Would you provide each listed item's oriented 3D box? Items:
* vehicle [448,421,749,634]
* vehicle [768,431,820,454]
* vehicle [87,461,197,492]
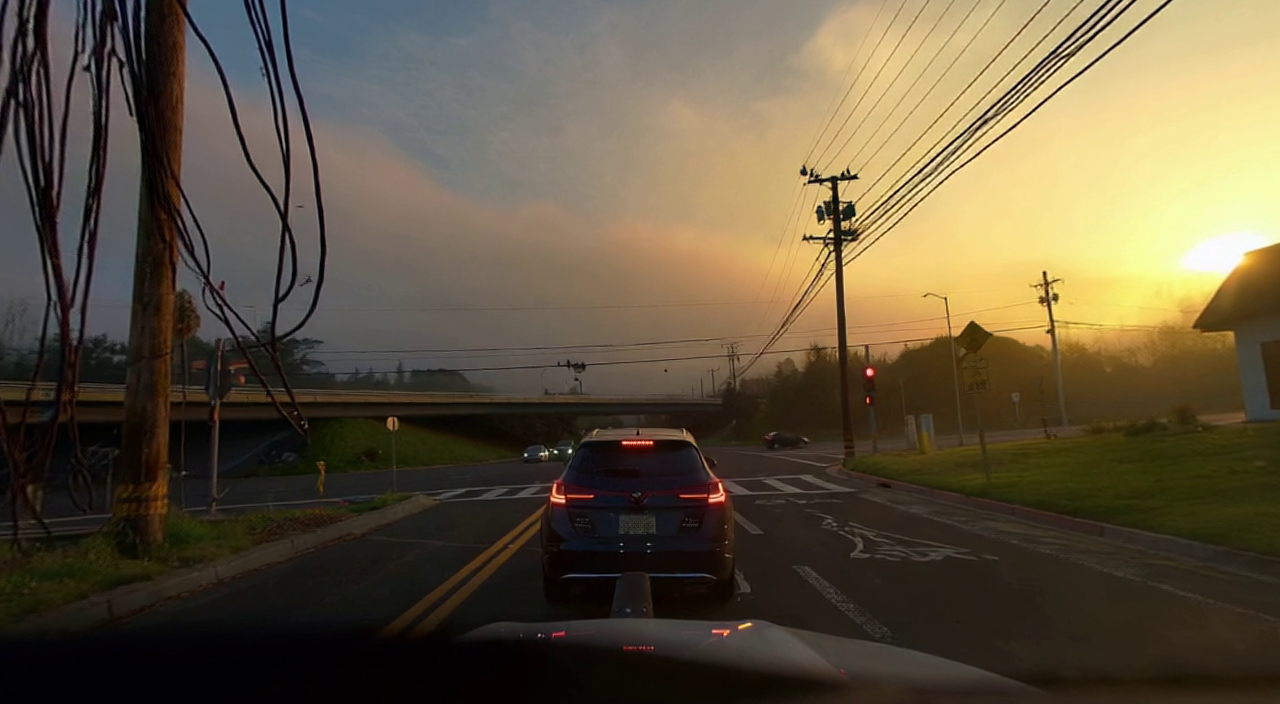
[{"bbox_3d":[-0.251,1.528,6.463,2.090,1.458,4.033,-1,-9,1],"label":"vehicle"},{"bbox_3d":[11.710,6.853,47.755,1.901,1.637,4.435,-8,-12,42],"label":"vehicle"},{"bbox_3d":[-28.563,7.105,36.283,1.808,1.539,4.600,-8,-11,40],"label":"vehicle"}]
